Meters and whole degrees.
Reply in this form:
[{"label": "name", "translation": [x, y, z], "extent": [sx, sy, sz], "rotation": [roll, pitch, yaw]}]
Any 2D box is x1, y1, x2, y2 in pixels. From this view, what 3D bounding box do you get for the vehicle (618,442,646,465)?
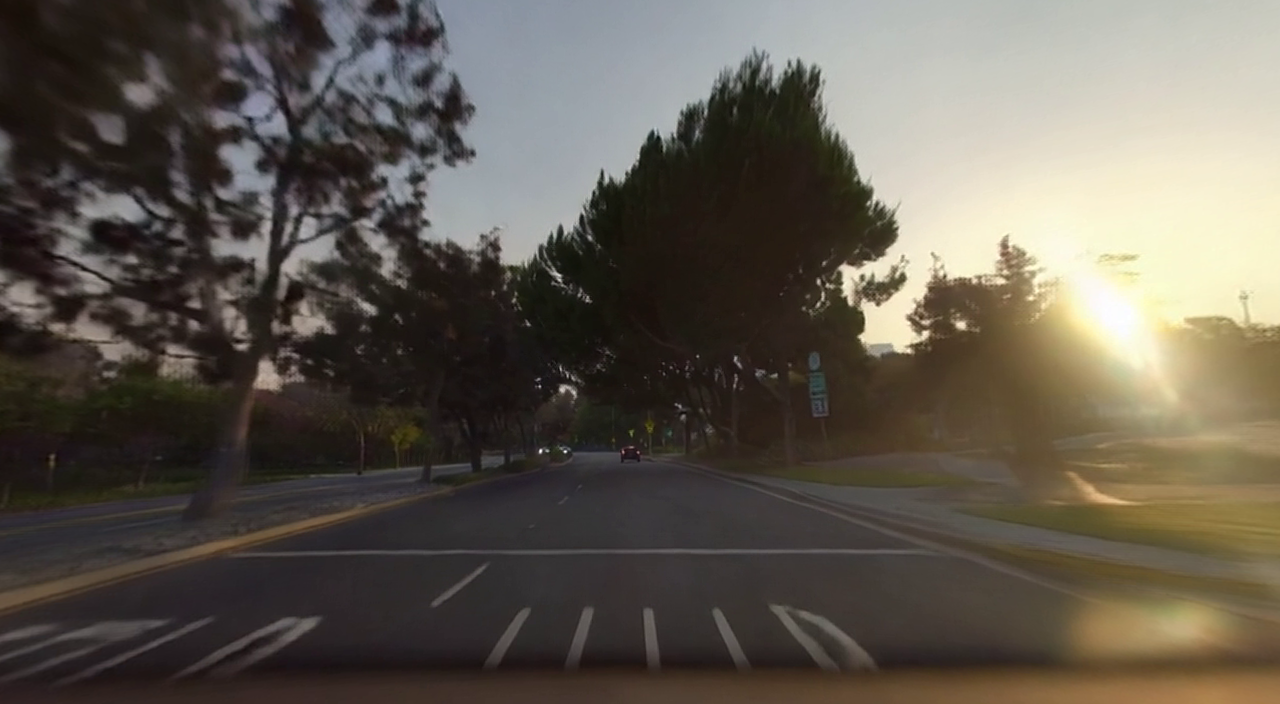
[{"label": "vehicle", "translation": [-0.613, 7.628, 47.503], "extent": [2.045, 1.613, 4.210], "rotation": [0, -8, -1]}]
